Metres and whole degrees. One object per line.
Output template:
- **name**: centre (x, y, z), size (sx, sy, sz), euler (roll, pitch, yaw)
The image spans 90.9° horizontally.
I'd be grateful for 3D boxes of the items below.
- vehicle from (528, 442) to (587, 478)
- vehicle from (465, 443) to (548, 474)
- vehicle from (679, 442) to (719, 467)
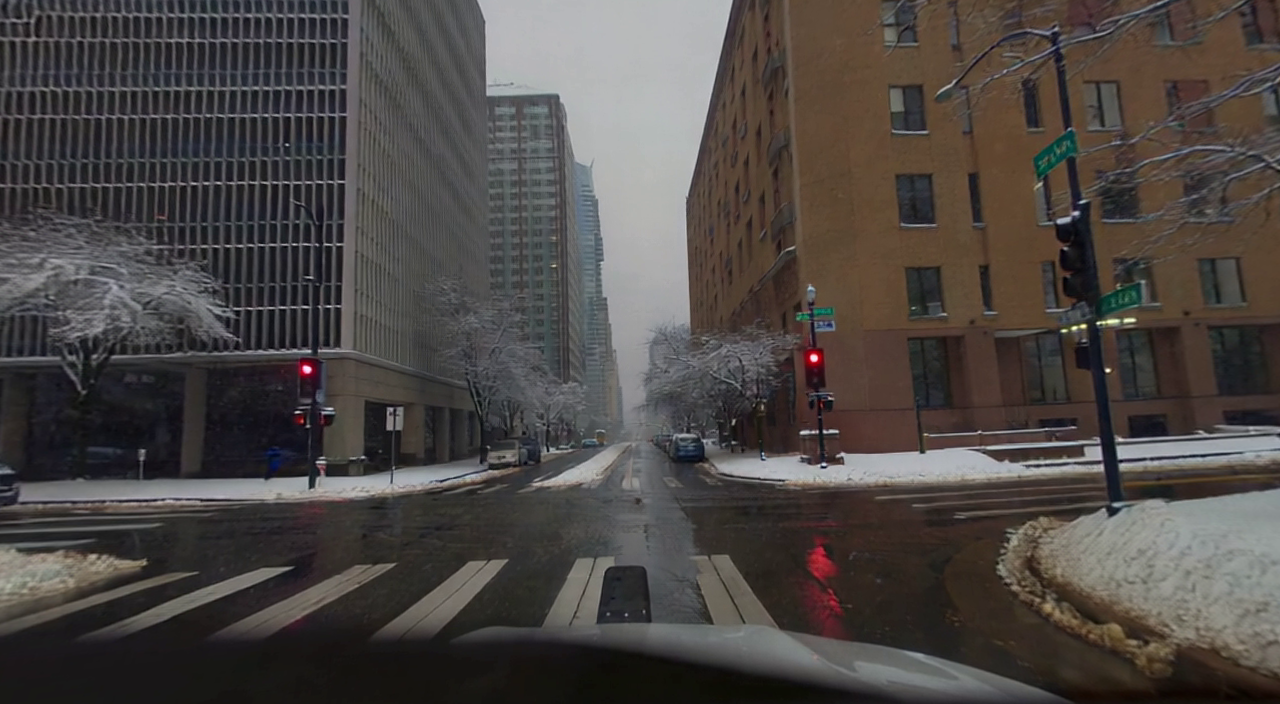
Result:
- **vehicle**: centre (-3.648, 4.841, 28.655), size (1.989, 1.481, 4.500), euler (0, -8, 1)
- **vehicle**: centre (-8.000, 6.350, 38.022), size (4.526, 1.726, 1.963), euler (8, -12, -44)
- **vehicle**: centre (3.566, 6.273, 38.867), size (1.853, 1.426, 4.160), euler (1, -8, -3)
